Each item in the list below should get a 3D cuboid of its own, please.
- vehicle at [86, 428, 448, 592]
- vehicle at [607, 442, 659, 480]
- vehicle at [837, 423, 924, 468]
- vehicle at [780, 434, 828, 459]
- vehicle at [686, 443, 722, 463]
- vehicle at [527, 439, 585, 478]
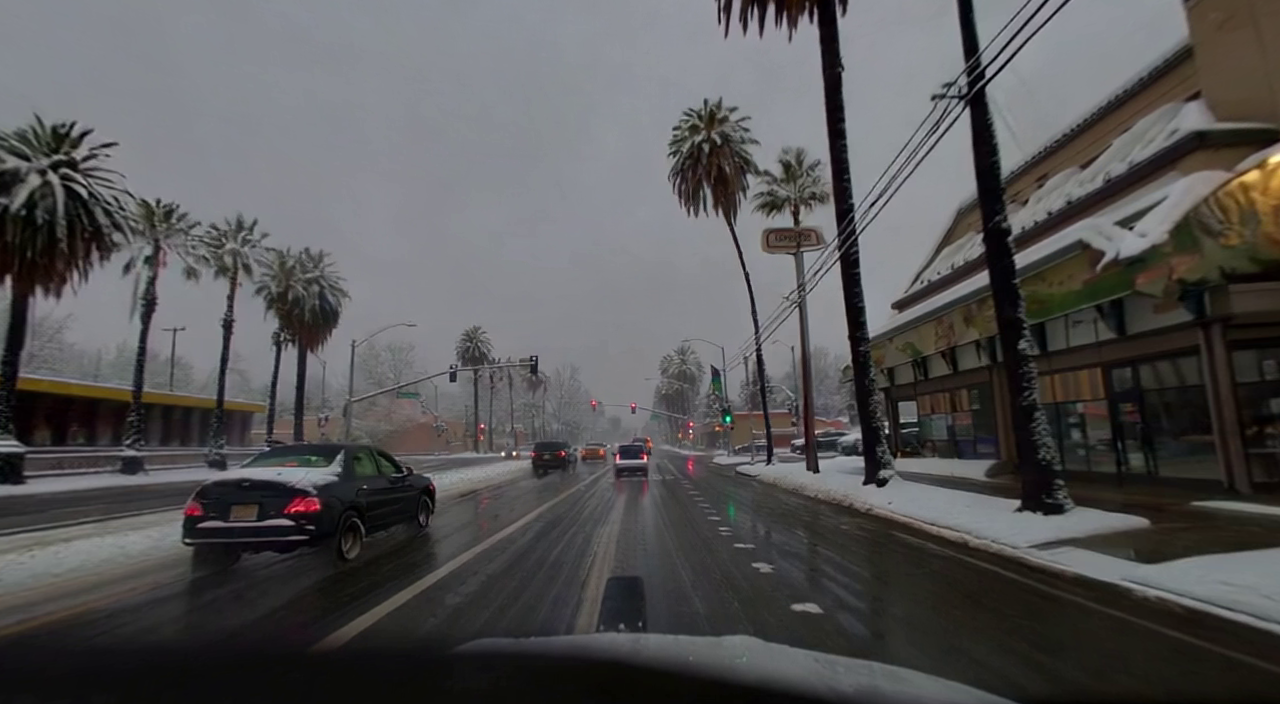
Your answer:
[{"bbox_3d":[-4.190,1.813,8.149,1.904,1.513,4.410,0,-8,1],"label":"vehicle"},{"bbox_3d":[-0.247,4.738,27.594,2.094,1.496,4.070,0,-8,1],"label":"vehicle"},{"bbox_3d":[11.214,4.381,29.754,2.111,1.875,5.301,1,-8,1],"label":"vehicle"},{"bbox_3d":[11.260,6.541,43.366,1.982,1.623,4.211,0,-8,-2],"label":"vehicle"},{"bbox_3d":[5.026,7.842,48.829,2.059,1.486,3.980,-3,-9,16],"label":"vehicle"},{"bbox_3d":[-3.743,4.826,28.630,1.979,1.634,3.957,-1,-8,2],"label":"vehicle"}]
